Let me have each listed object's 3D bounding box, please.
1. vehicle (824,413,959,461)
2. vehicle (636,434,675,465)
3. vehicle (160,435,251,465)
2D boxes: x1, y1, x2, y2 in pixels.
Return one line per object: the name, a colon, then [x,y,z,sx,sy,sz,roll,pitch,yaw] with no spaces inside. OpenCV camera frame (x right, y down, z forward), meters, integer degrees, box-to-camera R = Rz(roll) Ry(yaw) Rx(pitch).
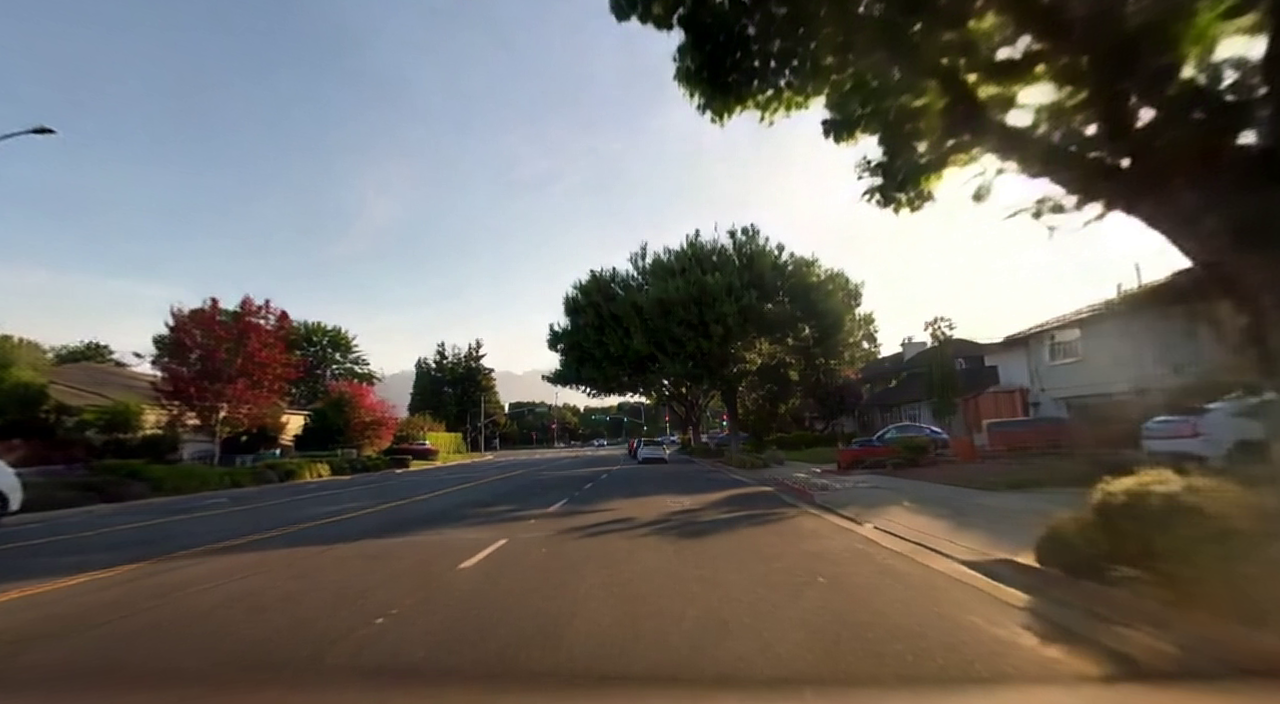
vehicle: [10.442,3.572,26.435,4.746,1.485,1.916,-5,-8,0]
vehicle: [0.865,5.464,35.359,2.088,1.607,3.903,0,-8,2]
vehicle: [-28.182,6.328,40.848,5.100,1.864,2.490,-4,-9,25]
